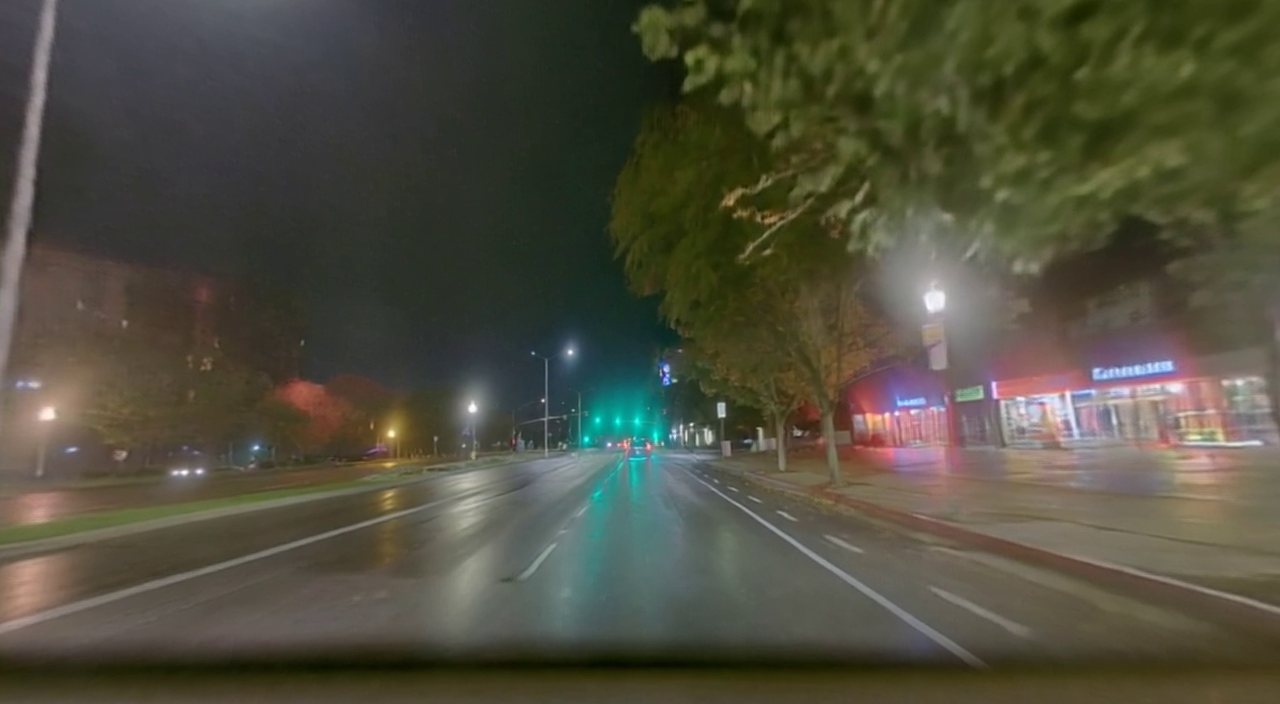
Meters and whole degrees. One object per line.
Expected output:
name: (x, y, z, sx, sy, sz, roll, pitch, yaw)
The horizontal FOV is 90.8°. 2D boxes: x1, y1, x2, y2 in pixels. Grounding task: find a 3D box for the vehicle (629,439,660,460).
vehicle: (0.306, 6.995, 45.432, 2.115, 1.461, 3.976, 0, -8, -1)
